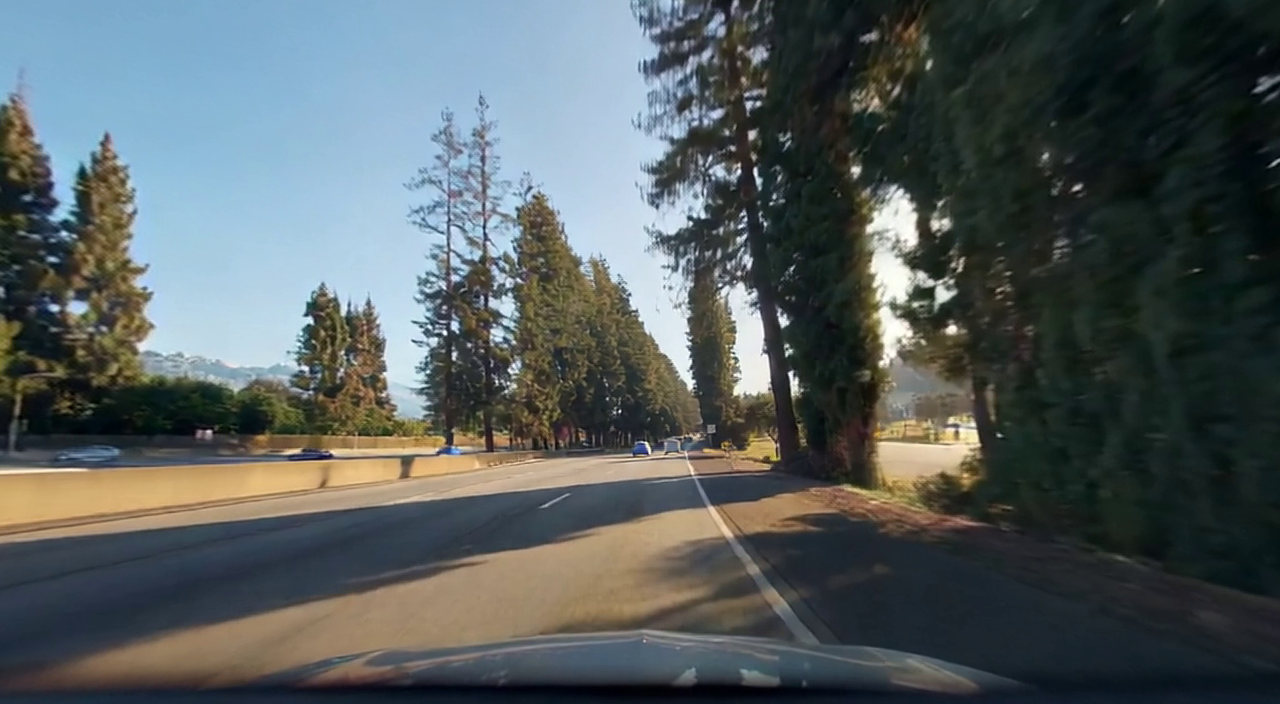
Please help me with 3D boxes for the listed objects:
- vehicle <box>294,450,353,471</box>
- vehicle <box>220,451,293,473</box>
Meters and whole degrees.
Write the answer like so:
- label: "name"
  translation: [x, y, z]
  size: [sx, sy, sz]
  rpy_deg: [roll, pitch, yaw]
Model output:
- label: "vehicle"
  translation: [-23.953, 8.221, 47.875]
  size: [1.883, 1.426, 3.958]
  rpy_deg: [-1, -8, 10]
- label: "vehicle"
  translation: [-27.752, 7.940, 45.845]
  size: [1.964, 1.444, 4.565]
  rpy_deg: [-1, -8, 10]
